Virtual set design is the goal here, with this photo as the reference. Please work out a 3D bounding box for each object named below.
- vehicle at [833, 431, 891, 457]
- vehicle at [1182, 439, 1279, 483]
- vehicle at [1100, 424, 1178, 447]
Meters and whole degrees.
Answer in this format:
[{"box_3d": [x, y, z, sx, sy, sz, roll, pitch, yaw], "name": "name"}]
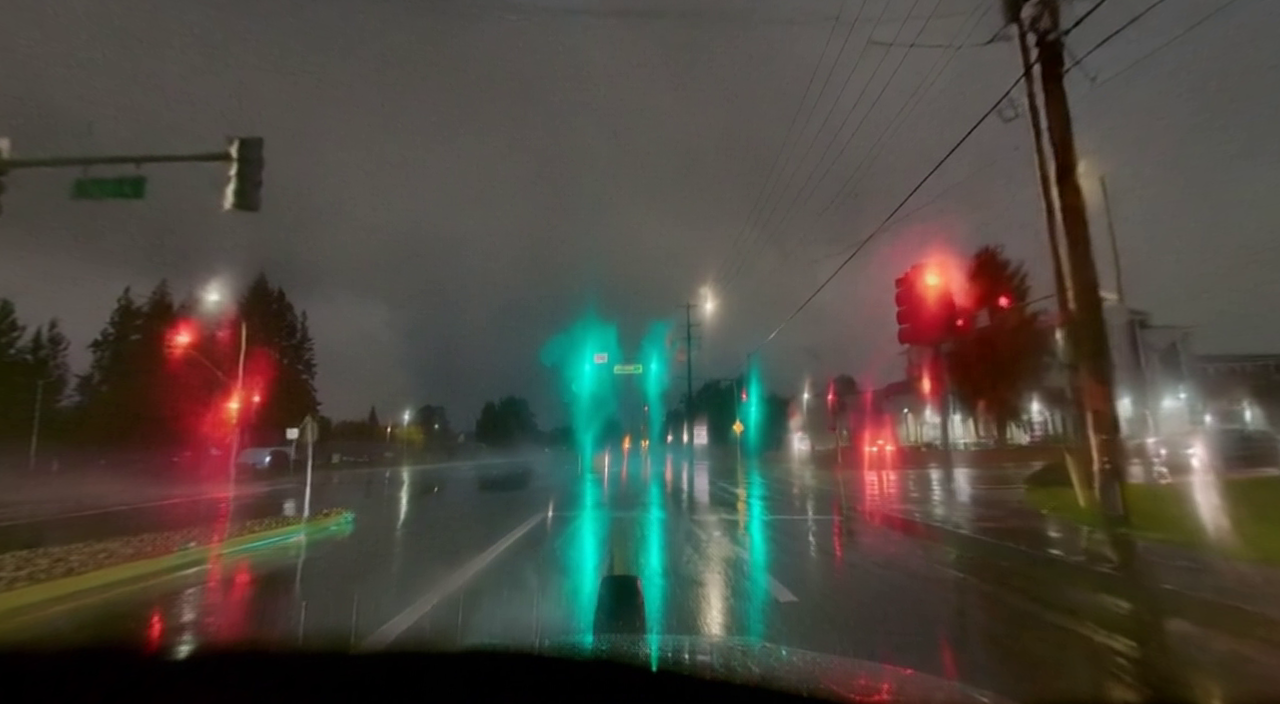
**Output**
[{"box_3d": [14.968, 6.285, 42.929, 1.959, 1.471, 4.570, -4, -8, -4], "name": "vehicle"}, {"box_3d": [22.163, 3.801, 22.258, 4.334, 1.459, 1.929, 0, -9, -1], "name": "vehicle"}, {"box_3d": [34.107, 5.774, 43.317, 1.832, 1.521, 4.266, 0, -9, 0], "name": "vehicle"}]
